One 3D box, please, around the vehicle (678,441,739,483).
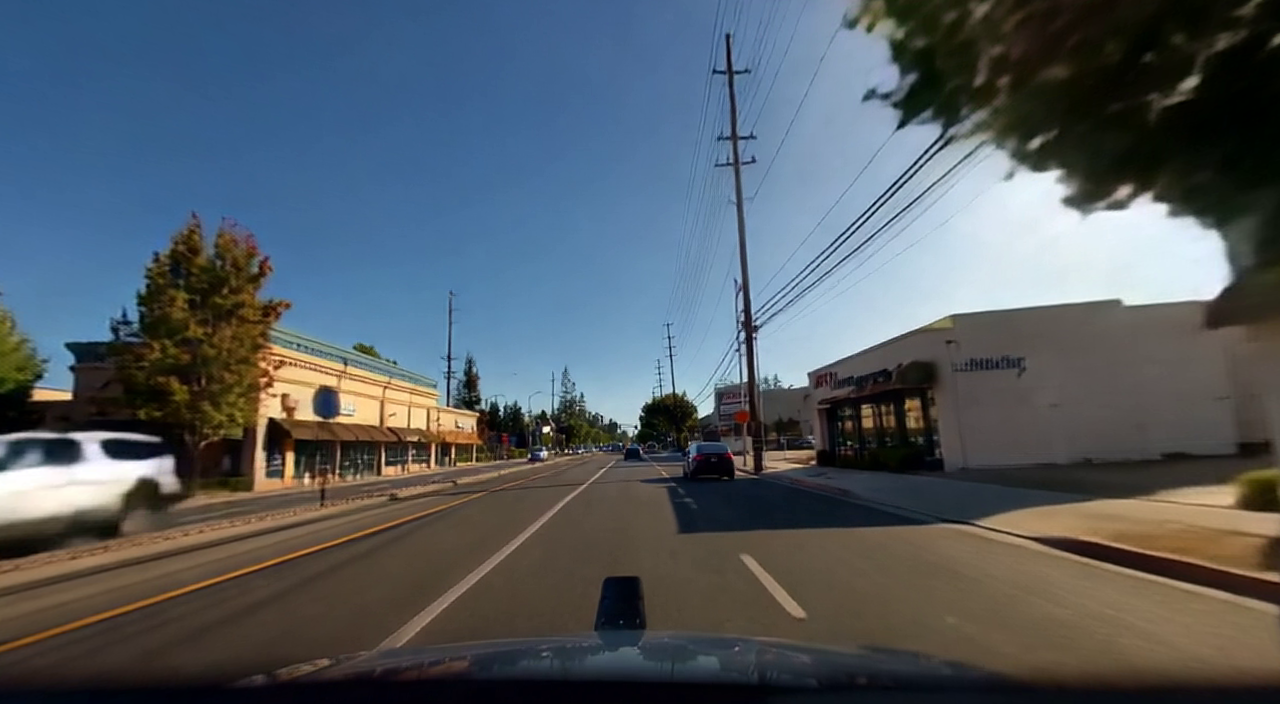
[{"bbox_3d":[2.634,4.330,25.129,1.975,1.497,3.647,0,-9,-1],"label":"vehicle"}]
